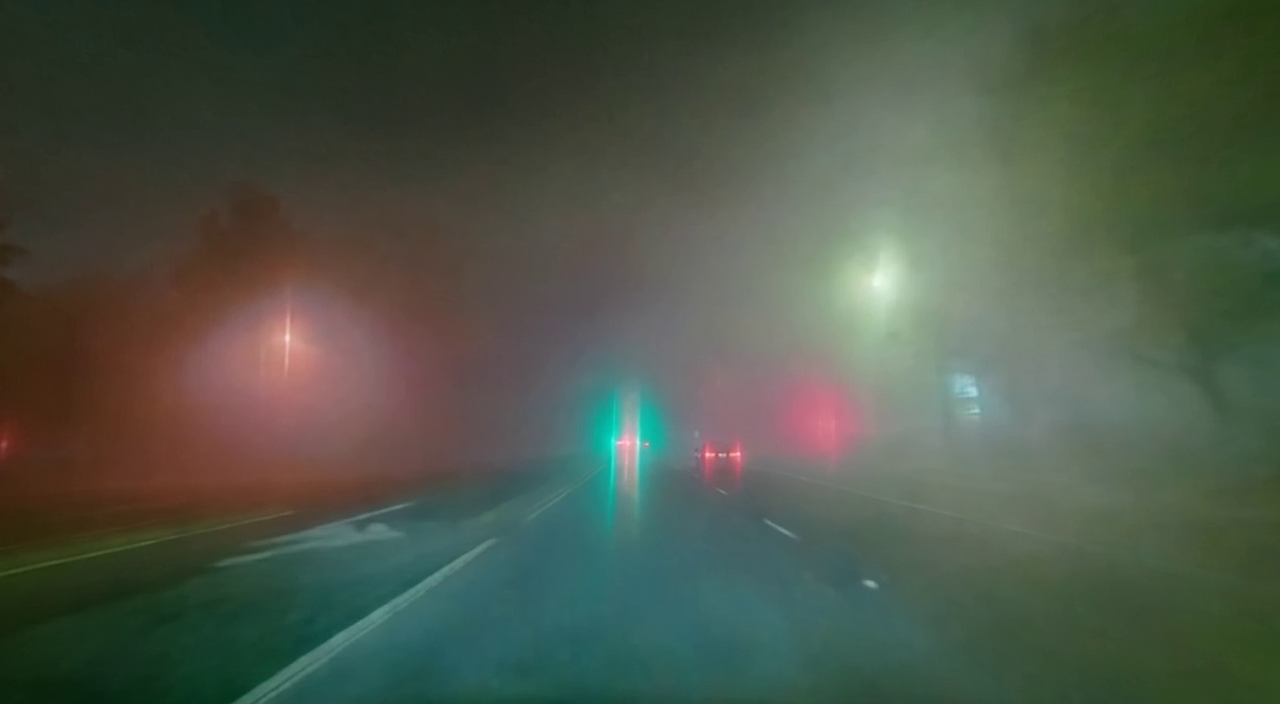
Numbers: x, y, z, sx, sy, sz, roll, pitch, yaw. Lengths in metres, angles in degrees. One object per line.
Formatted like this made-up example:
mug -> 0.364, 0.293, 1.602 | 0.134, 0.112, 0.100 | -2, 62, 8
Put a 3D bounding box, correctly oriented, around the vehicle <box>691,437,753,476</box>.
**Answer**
vehicle -> 3.414, 4.444, 27.134 | 1.948, 1.479, 4.620 | 0, -8, -1
